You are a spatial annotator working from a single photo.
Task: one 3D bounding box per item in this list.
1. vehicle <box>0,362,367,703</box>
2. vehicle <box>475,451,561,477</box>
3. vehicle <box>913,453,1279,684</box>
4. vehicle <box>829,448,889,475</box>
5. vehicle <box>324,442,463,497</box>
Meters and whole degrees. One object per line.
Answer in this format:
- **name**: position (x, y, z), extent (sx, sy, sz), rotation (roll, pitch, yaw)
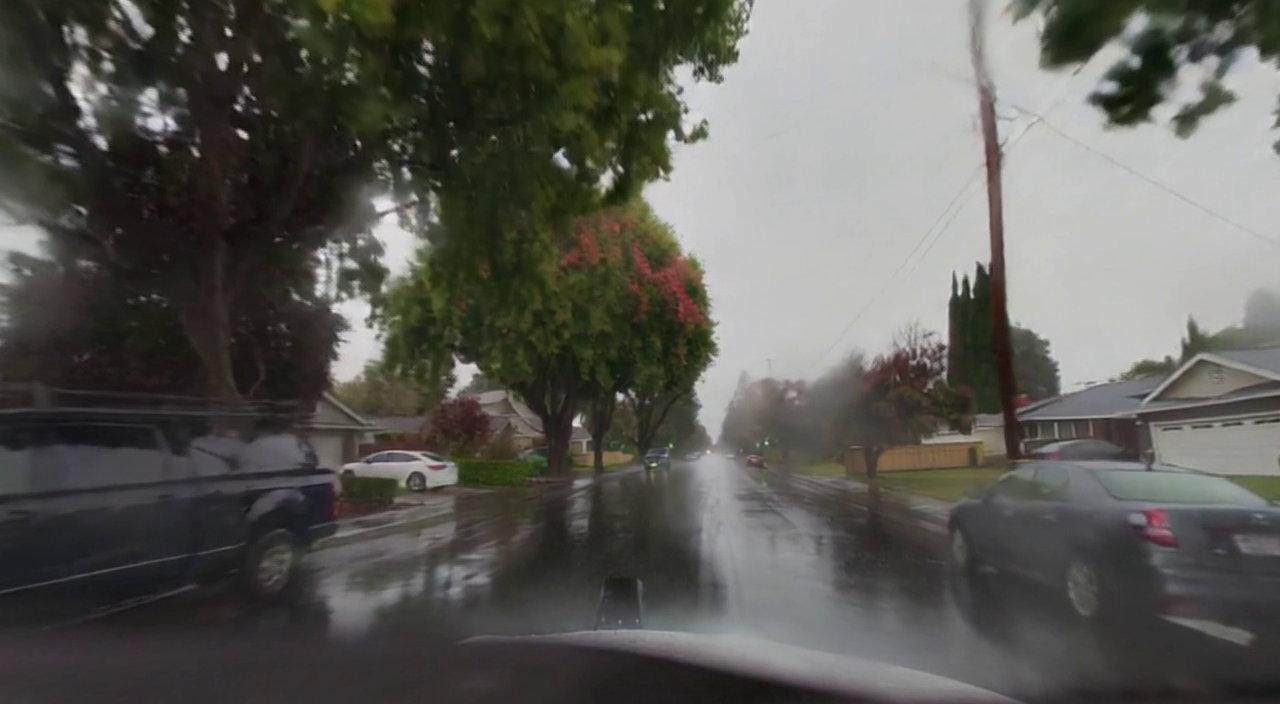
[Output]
- **vehicle**: position (-4.998, 1.319, 5.080), extent (2.337, 2.084, 6.088), rotation (-2, -9, 6)
- **vehicle**: position (-7.757, 7.119, 40.215), extent (4.977, 1.558, 2.079), rotation (-1, -9, 7)
- **vehicle**: position (4.593, 1.765, 6.390), extent (1.959, 1.431, 4.647), rotation (-1, -9, 6)
- **vehicle**: position (15.229, 7.643, 43.879), extent (3.647, 1.784, 1.650), rotation (-2, -9, 8)
- **vehicle**: position (-9.048, 4.329, 23.254), extent (4.373, 1.747, 2.029), rotation (-5, -10, 14)
